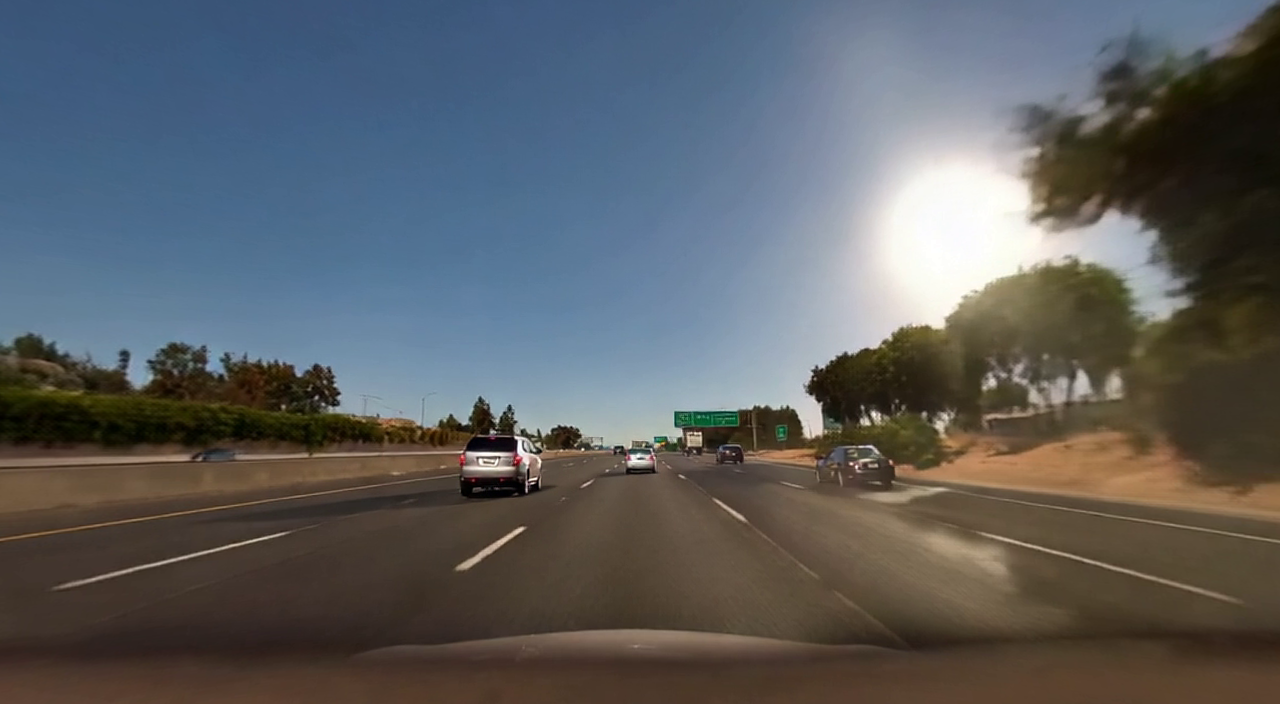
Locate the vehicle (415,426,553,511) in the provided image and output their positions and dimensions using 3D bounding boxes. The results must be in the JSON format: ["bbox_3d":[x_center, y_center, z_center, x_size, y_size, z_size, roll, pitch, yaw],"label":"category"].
[{"bbox_3d":[-3.576,2.769,15.380,2.142,1.759,4.297,0,-9,2],"label":"vehicle"}]

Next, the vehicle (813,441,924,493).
[{"bbox_3d":[7.248,3.689,20.496,1.936,1.480,4.373,0,-9,0],"label":"vehicle"}]

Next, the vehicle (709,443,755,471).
[{"bbox_3d":[5.204,6.015,36.188,2.005,1.456,4.287,0,-9,0],"label":"vehicle"}]

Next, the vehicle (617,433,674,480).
[{"bbox_3d":[0.243,4.570,27.809,2.270,1.862,4.949,0,-9,1],"label":"vehicle"}]
